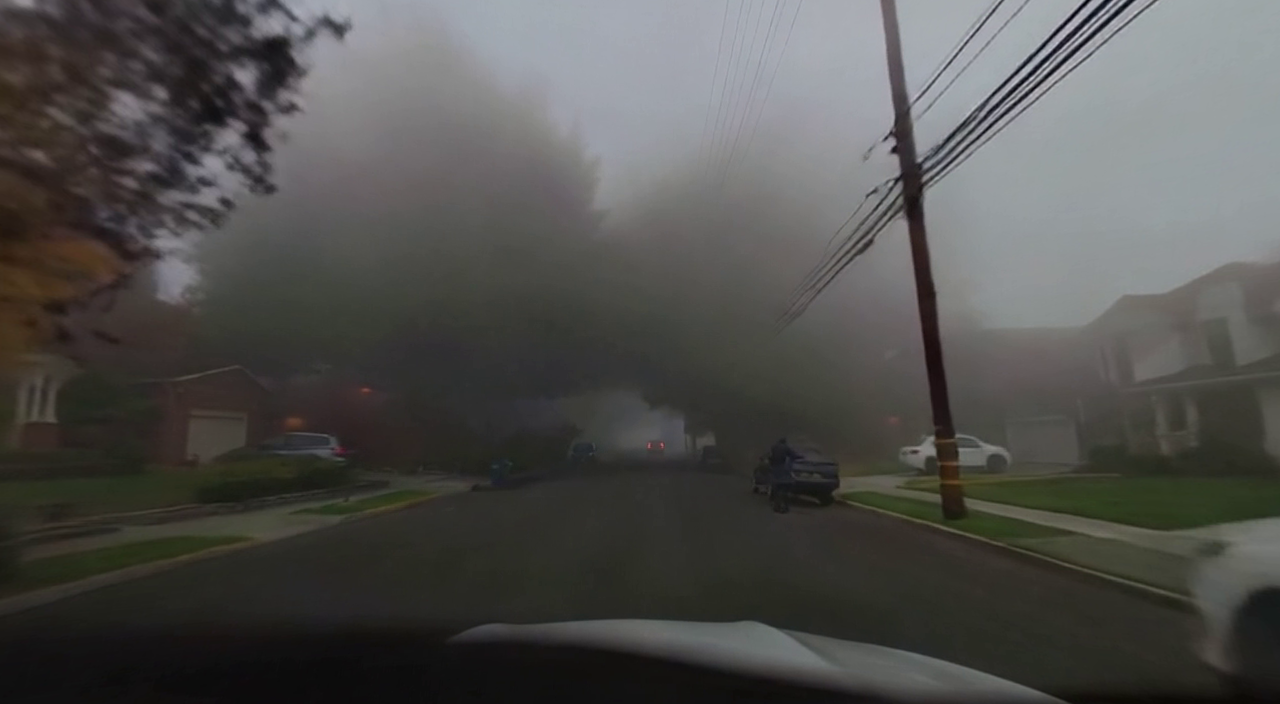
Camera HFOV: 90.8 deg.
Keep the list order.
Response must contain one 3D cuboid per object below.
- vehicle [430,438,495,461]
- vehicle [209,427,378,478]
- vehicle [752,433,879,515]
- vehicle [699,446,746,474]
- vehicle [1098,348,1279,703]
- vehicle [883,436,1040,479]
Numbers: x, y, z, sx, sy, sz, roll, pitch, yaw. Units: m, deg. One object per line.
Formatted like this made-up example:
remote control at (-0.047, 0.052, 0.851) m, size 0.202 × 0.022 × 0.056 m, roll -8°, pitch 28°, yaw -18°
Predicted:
vehicle at (-13.743, 7.560, 48.899) m, size 4.702 × 1.675 × 1.984 m, roll -5°, pitch -10°, yaw 28°
vehicle at (-12.282, 3.591, 22.656) m, size 4.792 × 1.521 × 2.077 m, roll 2°, pitch -9°, yaw 1°
vehicle at (4.256, 3.022, 16.262) m, size 2.066 × 1.753 × 4.877 m, roll 0°, pitch -9°, yaw 2°
vehicle at (4.533, 6.005, 35.372) m, size 2.031 × 1.471 × 4.328 m, roll 0°, pitch -9°, yaw -1°
vehicle at (3.920, 0.678, 1.282) m, size 2.280 × 1.820 × 5.001 m, roll 0°, pitch -9°, yaw 1°
vehicle at (12.144, 4.028, 24.086) m, size 4.905 × 1.570 × 1.900 m, roll 1°, pitch -10°, yaw -2°
